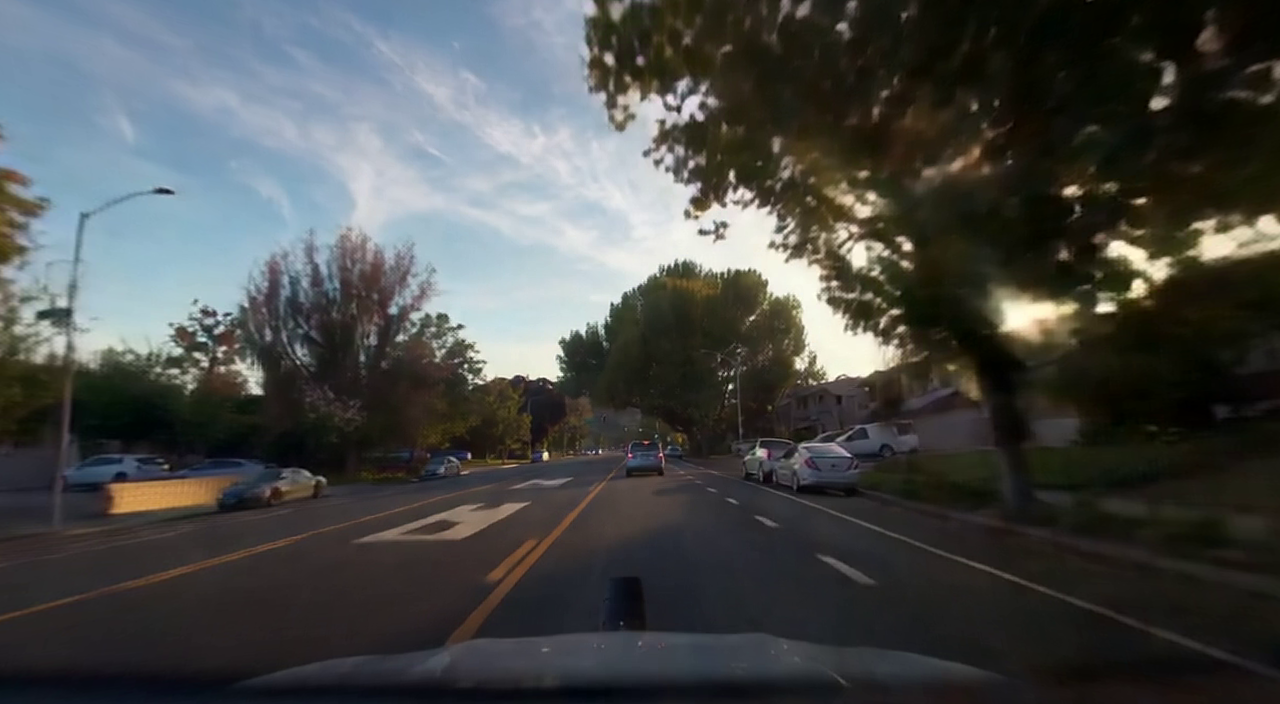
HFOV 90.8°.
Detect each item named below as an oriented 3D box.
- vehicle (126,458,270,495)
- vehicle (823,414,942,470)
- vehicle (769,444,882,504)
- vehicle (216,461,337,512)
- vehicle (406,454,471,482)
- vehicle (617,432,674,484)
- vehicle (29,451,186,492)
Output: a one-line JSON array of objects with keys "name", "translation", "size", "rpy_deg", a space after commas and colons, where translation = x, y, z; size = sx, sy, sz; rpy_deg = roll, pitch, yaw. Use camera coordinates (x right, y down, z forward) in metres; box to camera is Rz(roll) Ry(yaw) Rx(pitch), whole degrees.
[{"name": "vehicle", "translation": [-19.115, 5.402, 27.498], "size": [4.801, 1.478, 1.883], "rpy_deg": [0, -9, -2]}, {"name": "vehicle", "translation": [11.895, 4.464, 31.309], "size": [4.855, 2.572, 2.358], "rpy_deg": [-1, -8, -1]}, {"name": "vehicle", "translation": [5.064, 3.356, 17.892], "size": [1.902, 1.472, 4.139], "rpy_deg": [0, -9, -1]}, {"name": "vehicle", "translation": [-12.261, 4.513, 21.631], "size": [1.920, 1.476, 3.826], "rpy_deg": [0, -9, -1]}, {"name": "vehicle", "translation": [-12.438, 7.205, 39.493], "size": [2.192, 1.541, 5.391], "rpy_deg": [-1, -9, 1]}, {"name": "vehicle", "translation": [0.179, 4.378, 26.439], "size": [2.153, 1.942, 4.767], "rpy_deg": [0, -9, 0]}, {"name": "vehicle", "translation": [-24.755, 5.565, 29.544], "size": [5.278, 1.780, 2.246], "rpy_deg": [0, -9, 0]}]
